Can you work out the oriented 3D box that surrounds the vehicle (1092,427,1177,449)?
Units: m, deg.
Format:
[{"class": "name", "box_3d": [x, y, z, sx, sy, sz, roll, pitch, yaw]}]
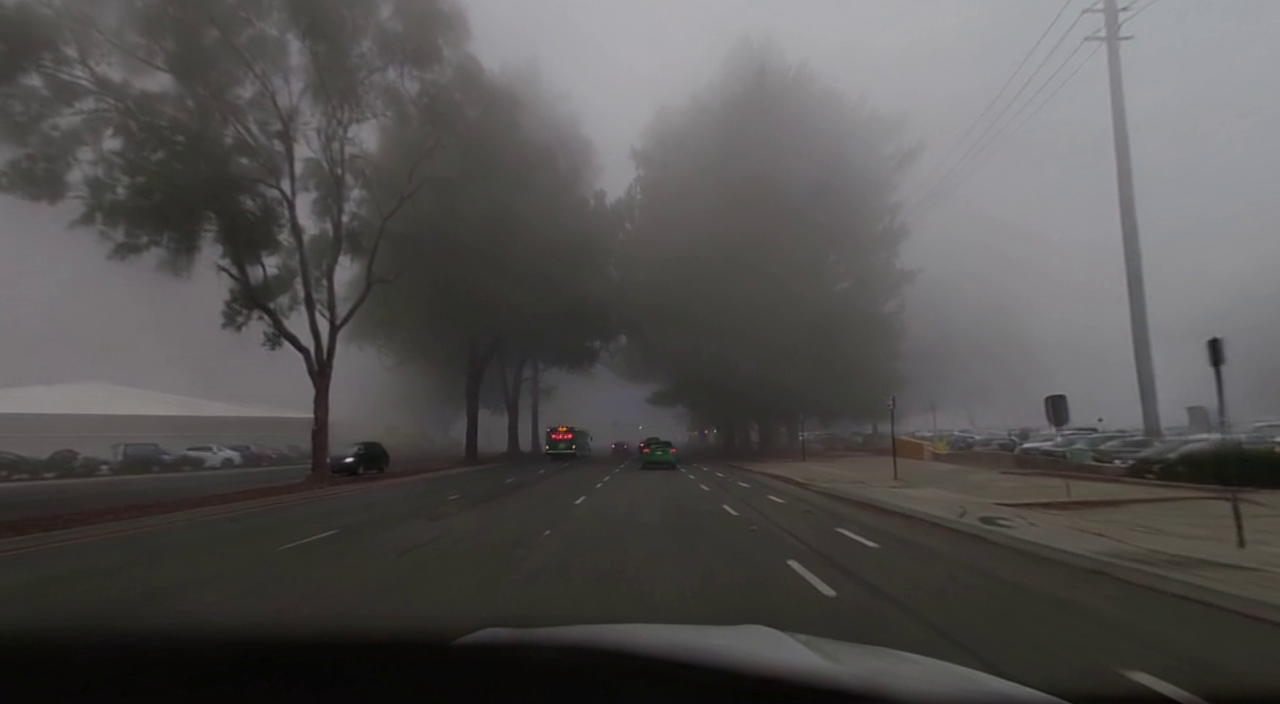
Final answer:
[{"class": "vehicle", "box_3d": [33.665, 5.871, 43.011, 4.215, 1.462, 1.883, 0, -9, -1]}]

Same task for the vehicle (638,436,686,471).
[{"class": "vehicle", "box_3d": [0.957, 4.824, 30.100, 2.123, 1.498, 4.226, 0, -9, 0]}]

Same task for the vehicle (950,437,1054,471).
[{"class": "vehicle", "box_3d": [19.435, 5.530, 34.276, 2.229, 1.661, 5.991, 0, -9, 1]}]

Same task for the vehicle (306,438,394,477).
[{"class": "vehicle", "box_3d": [-14.108, 5.138, 31.017, 2.126, 1.742, 4.517, 0, -9, 1]}]

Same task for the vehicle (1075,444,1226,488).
[{"class": "vehicle", "box_3d": [19.002, 4.232, 23.843, 1.849, 1.466, 4.831, -1, -9, 3]}]
